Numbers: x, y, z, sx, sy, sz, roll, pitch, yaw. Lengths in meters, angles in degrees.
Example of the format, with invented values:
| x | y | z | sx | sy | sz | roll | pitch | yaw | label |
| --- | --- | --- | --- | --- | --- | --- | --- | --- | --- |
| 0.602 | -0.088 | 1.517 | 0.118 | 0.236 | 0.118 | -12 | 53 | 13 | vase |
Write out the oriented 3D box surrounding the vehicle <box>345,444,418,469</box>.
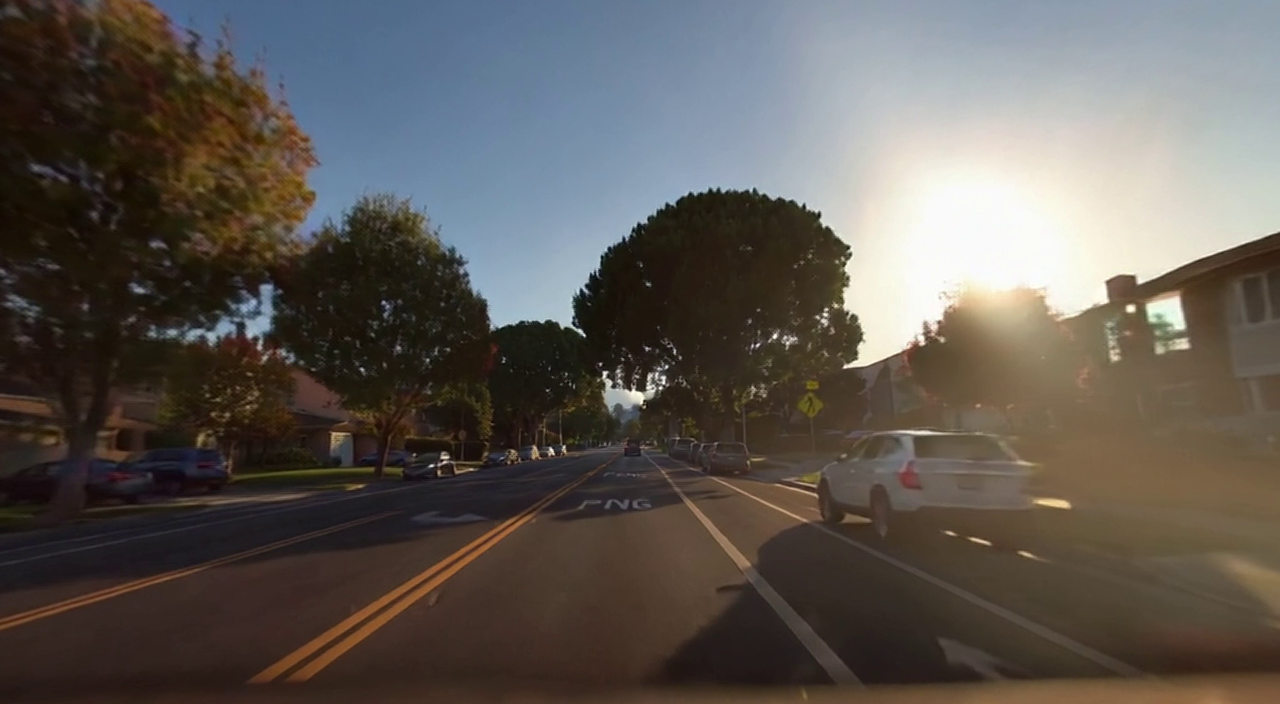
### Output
| x | y | z | sx | sy | sz | roll | pitch | yaw | label |
| --- | --- | --- | --- | --- | --- | --- | --- | --- | --- |
| -18.162 | 7.345 | 44.481 | 4.310 | 1.705 | 1.905 | -1 | -9 | 3 | vehicle |

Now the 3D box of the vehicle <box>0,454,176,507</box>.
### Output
| x | y | z | sx | sy | sz | roll | pitch | yaw | label |
| --- | --- | --- | --- | --- | --- | --- | --- | --- | --- |
| -17.935 | 3.992 | 19.798 | 5.211 | 1.482 | 1.948 | 0 | -9 | 0 | vehicle |

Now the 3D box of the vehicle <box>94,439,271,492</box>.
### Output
| x | y | z | sx | sy | sz | roll | pitch | yaw | label |
| --- | --- | --- | --- | --- | --- | --- | --- | --- | --- |
| -17.792 | 4.387 | 24.675 | 5.764 | 1.898 | 2.201 | -2 | -9 | 12 | vehicle |

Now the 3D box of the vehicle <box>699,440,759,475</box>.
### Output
| x | y | z | sx | sy | sz | roll | pitch | yaw | label |
| --- | --- | --- | --- | --- | --- | --- | --- | --- | --- |
| 4.142 | 5.018 | 30.257 | 1.920 | 1.541 | 4.709 | 0 | -9 | -4 | vehicle |

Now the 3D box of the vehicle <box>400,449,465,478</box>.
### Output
| x | y | z | sx | sy | sz | roll | pitch | yaw | label |
| --- | --- | --- | --- | --- | --- | --- | --- | --- | --- |
| -11.745 | 6.318 | 36.147 | 2.079 | 1.509 | 4.591 | -1 | -9 | 1 | vehicle |

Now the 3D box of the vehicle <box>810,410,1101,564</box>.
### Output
| x | y | z | sx | sy | sz | roll | pitch | yaw | label |
| --- | --- | --- | --- | --- | --- | --- | --- | --- | --- |
| 4.267 | 1.900 | 9.609 | 2.027 | 1.751 | 4.433 | 0 | -9 | -1 | vehicle |
